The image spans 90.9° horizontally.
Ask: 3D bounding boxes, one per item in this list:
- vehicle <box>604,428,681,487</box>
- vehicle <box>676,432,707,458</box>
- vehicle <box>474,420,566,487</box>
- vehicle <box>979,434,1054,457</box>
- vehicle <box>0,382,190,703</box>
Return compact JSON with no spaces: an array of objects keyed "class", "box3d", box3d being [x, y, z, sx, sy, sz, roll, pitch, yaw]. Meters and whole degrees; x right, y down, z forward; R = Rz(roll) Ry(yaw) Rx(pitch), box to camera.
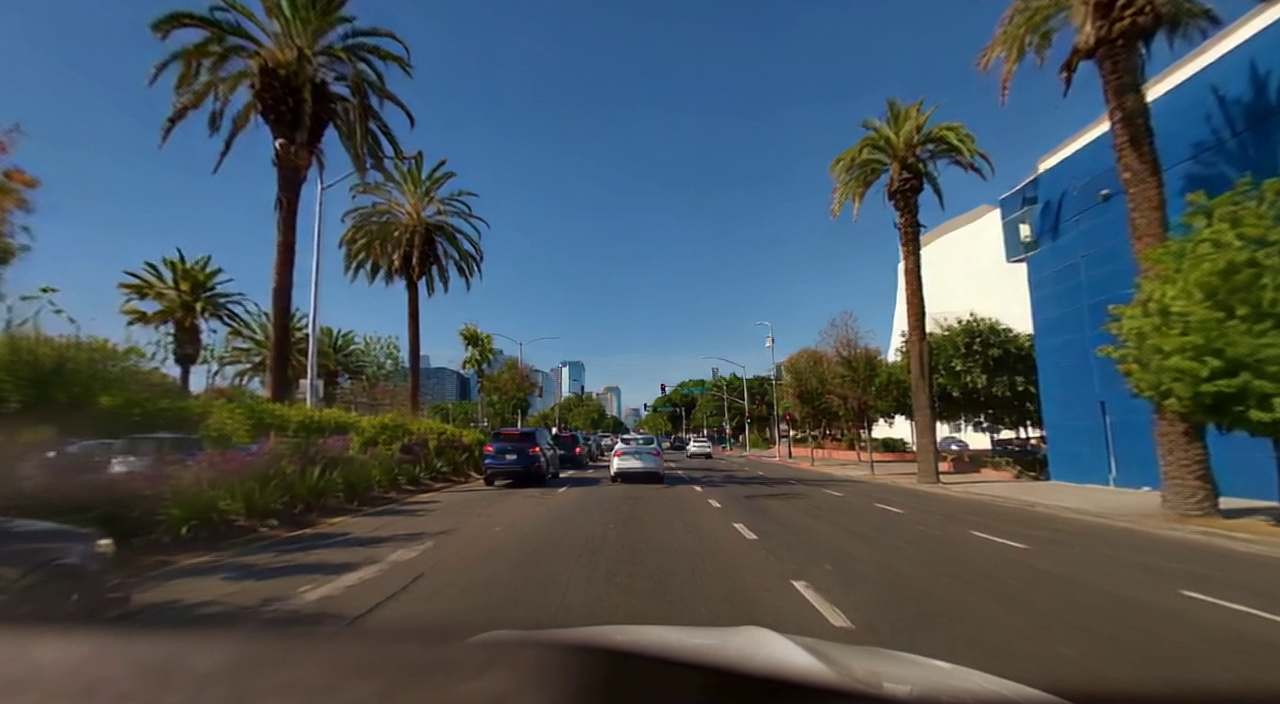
[{"class":"vehicle","box3d":[0.062,3.197,19.400,2.114,1.585,4.285,0,-8,0]},{"class":"vehicle","box3d":[3.844,7.044,47.684,1.992,1.834,4.572,0,-8,0]},{"class":"vehicle","box3d":[-3.394,2.995,18.742,1.914,1.741,4.398,0,-8,-1]},{"class":"vehicle","box3d":[25.570,6.369,42.837,3.914,1.427,1.779,-1,-8,-1]},{"class":"vehicle","box3d":[-3.587,0.706,1.315,1.875,1.526,4.542,0,-8,1]}]
